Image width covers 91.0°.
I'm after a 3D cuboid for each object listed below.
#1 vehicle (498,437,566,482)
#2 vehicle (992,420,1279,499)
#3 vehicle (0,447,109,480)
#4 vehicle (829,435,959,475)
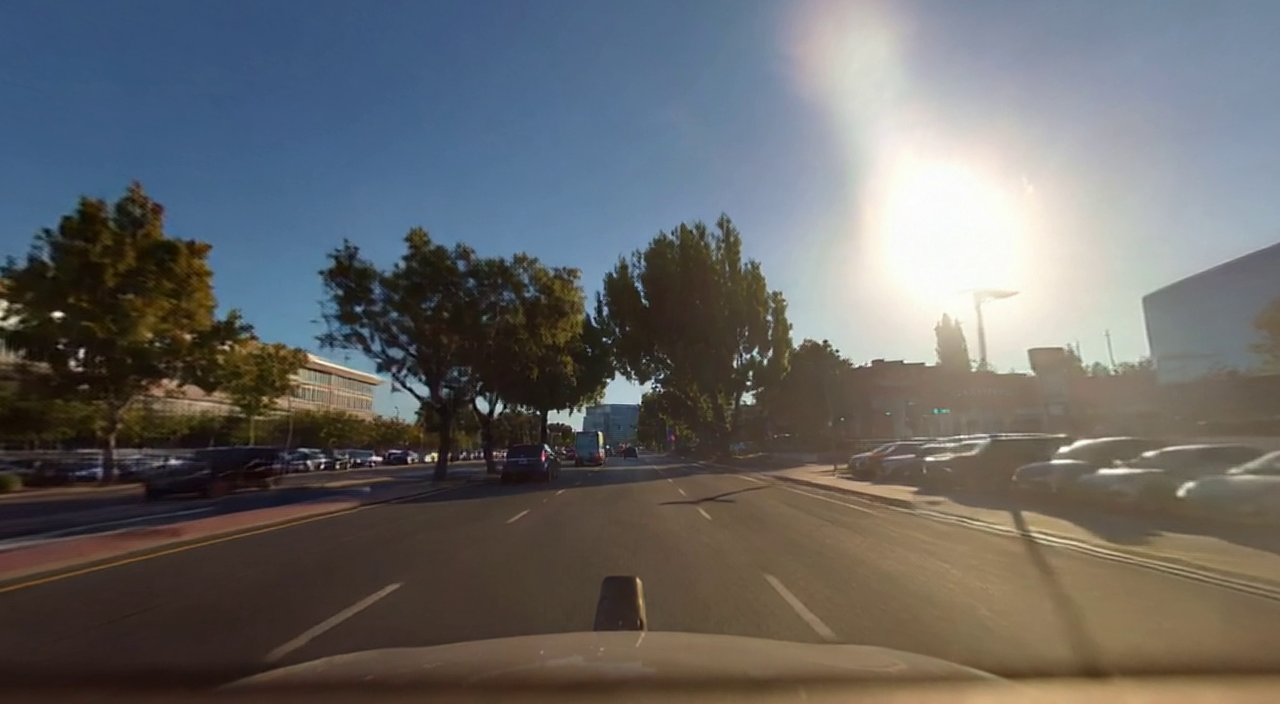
[{"bbox_3d":[-4.379,4.445,26.273,2.109,1.672,4.256,0,-9,0],"label":"vehicle"},{"bbox_3d":[12.455,2.722,16.206,5.426,1.811,2.193,-2,-9,15],"label":"vehicle"},{"bbox_3d":[-33.627,6.254,35.461,5.439,1.744,2.107,0,-9,-1],"label":"vehicle"},{"bbox_3d":[12.551,5.141,31.320,5.500,1.749,2.057,-1,-9,-3],"label":"vehicle"}]
